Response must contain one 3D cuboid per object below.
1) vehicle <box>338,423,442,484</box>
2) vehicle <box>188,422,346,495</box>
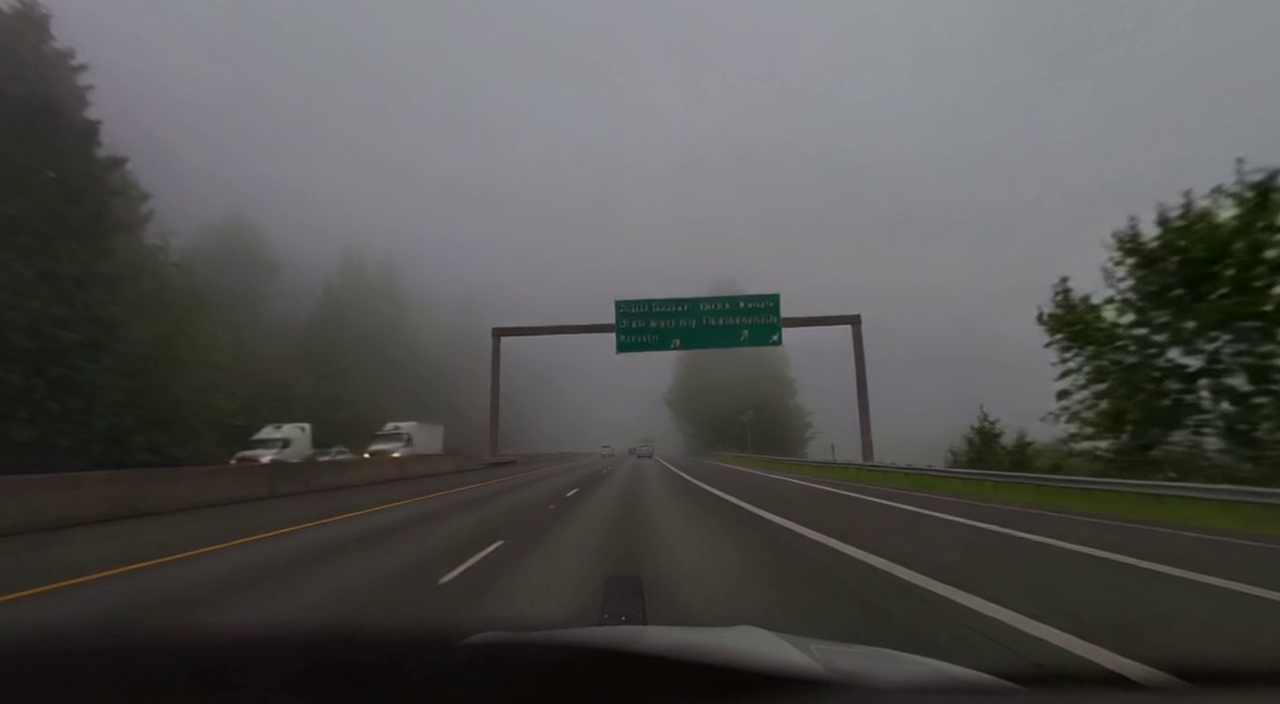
[{"bbox_3d":[-12.166,5.023,31.330,2.488,2.689,5.896,-1,-9,3],"label":"vehicle"},{"bbox_3d":[-16.710,4.842,29.021,2.881,2.910,7.027,0,-9,0],"label":"vehicle"}]
